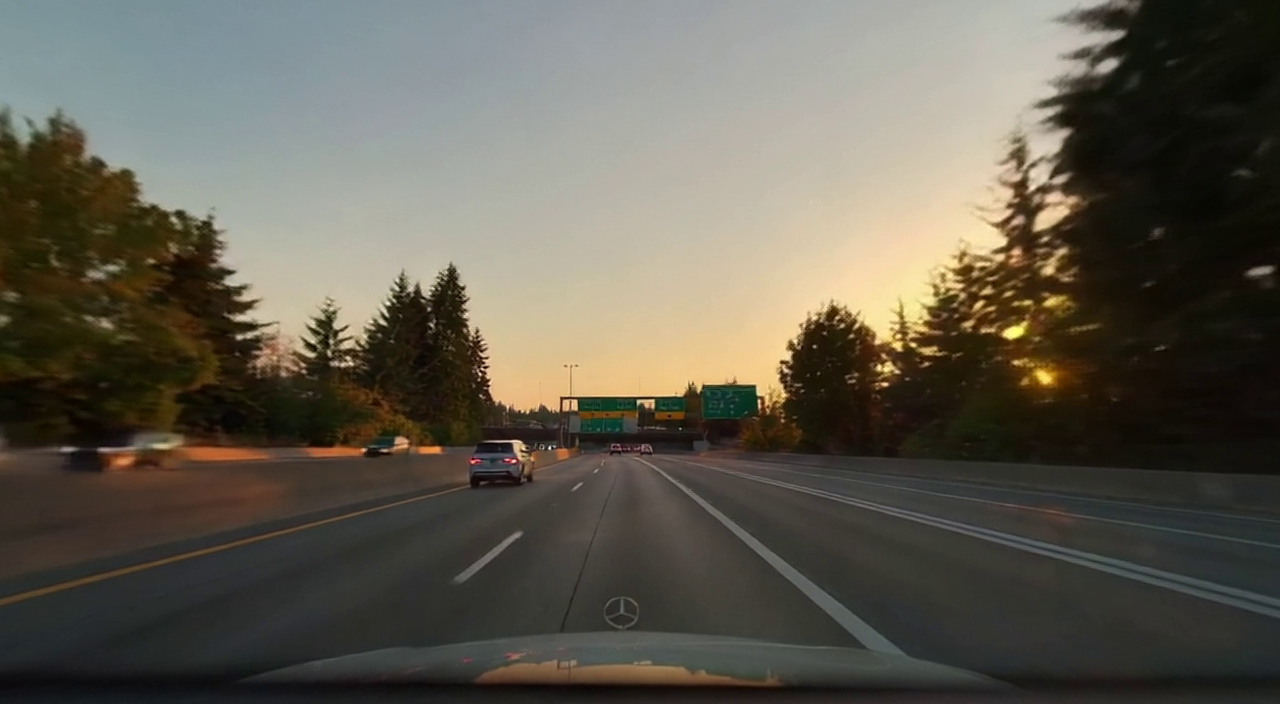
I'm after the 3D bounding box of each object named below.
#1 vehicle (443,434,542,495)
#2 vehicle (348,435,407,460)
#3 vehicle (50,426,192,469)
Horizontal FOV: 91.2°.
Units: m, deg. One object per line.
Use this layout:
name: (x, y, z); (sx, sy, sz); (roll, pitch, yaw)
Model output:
vehicle: (-4.294, 3.338, 18.901); (2.071, 1.615, 3.868); (0, -9, 0)
vehicle: (-17.925, 6.586, 43.057); (1.998, 1.562, 5.127); (0, -9, -2)
vehicle: (-21.067, 3.935, 25.761); (1.896, 1.566, 4.673); (0, -9, -1)
